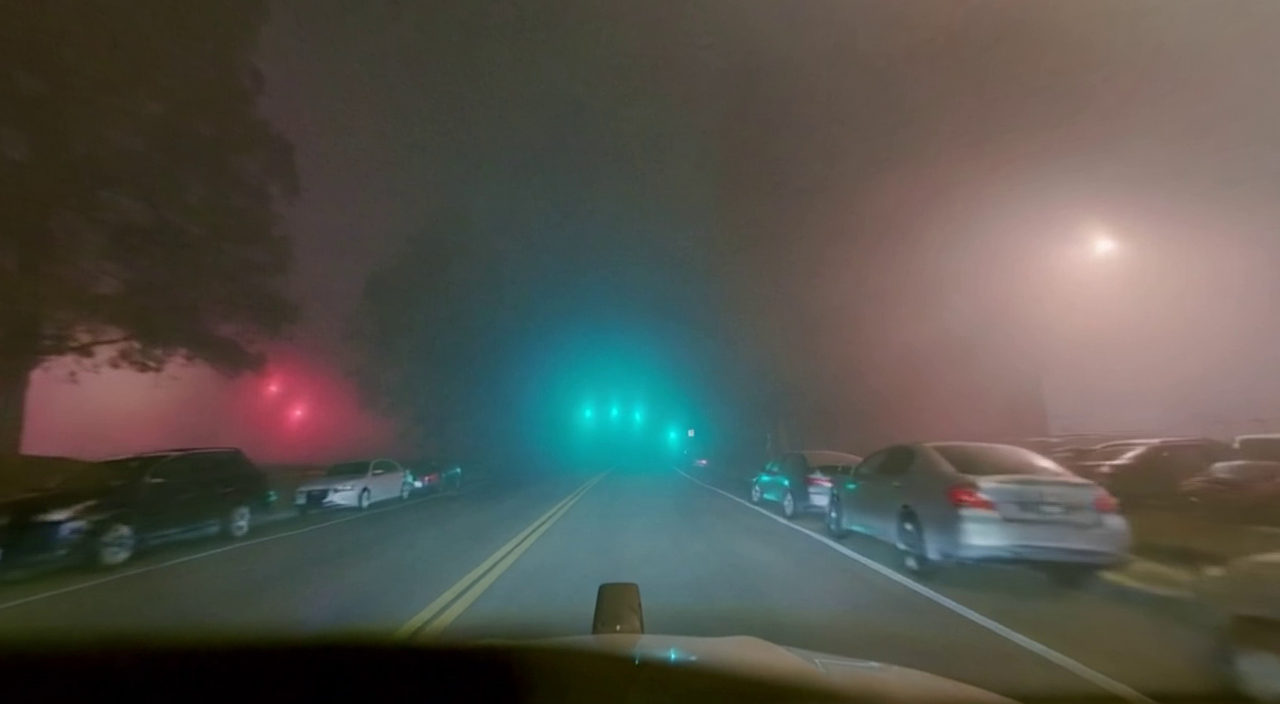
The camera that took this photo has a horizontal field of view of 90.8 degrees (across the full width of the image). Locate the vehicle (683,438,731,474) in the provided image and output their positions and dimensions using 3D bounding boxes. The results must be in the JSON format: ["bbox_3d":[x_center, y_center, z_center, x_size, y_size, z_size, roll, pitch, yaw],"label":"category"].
[{"bbox_3d":[3.682,5.829,35.604,2.034,1.906,4.653,0,-8,-2],"label":"vehicle"}]

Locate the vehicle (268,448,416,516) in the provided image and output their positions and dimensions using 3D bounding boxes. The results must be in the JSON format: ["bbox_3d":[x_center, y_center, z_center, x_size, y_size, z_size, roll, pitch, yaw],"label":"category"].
[{"bbox_3d":[-7.721,3.350,16.915,2.013,1.550,4.290,0,-8,-2],"label":"vehicle"}]

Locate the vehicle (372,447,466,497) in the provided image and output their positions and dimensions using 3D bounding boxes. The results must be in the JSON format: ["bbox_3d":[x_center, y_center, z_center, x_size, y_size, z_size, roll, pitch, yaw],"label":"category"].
[{"bbox_3d":[-7.750,4.218,22.596,1.965,1.501,3.892,-1,-7,0],"label":"vehicle"}]

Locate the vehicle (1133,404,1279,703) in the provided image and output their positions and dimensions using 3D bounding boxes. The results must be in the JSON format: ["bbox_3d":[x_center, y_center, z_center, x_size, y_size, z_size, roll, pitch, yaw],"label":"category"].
[{"bbox_3d":[3.841,0.814,1.445,1.914,1.552,4.321,0,-8,0],"label":"vehicle"}]

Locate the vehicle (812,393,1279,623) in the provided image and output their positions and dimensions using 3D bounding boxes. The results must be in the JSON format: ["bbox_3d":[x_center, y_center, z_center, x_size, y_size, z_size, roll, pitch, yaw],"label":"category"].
[{"bbox_3d":[3.936,1.600,7.612,2.148,1.777,5.196,0,-8,-1],"label":"vehicle"}]

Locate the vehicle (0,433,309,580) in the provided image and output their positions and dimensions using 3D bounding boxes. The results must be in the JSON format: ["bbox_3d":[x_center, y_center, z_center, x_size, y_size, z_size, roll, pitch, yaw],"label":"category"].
[{"bbox_3d":[-7.471,2.199,10.050,2.091,1.724,4.536,-1,-7,-2],"label":"vehicle"}]
